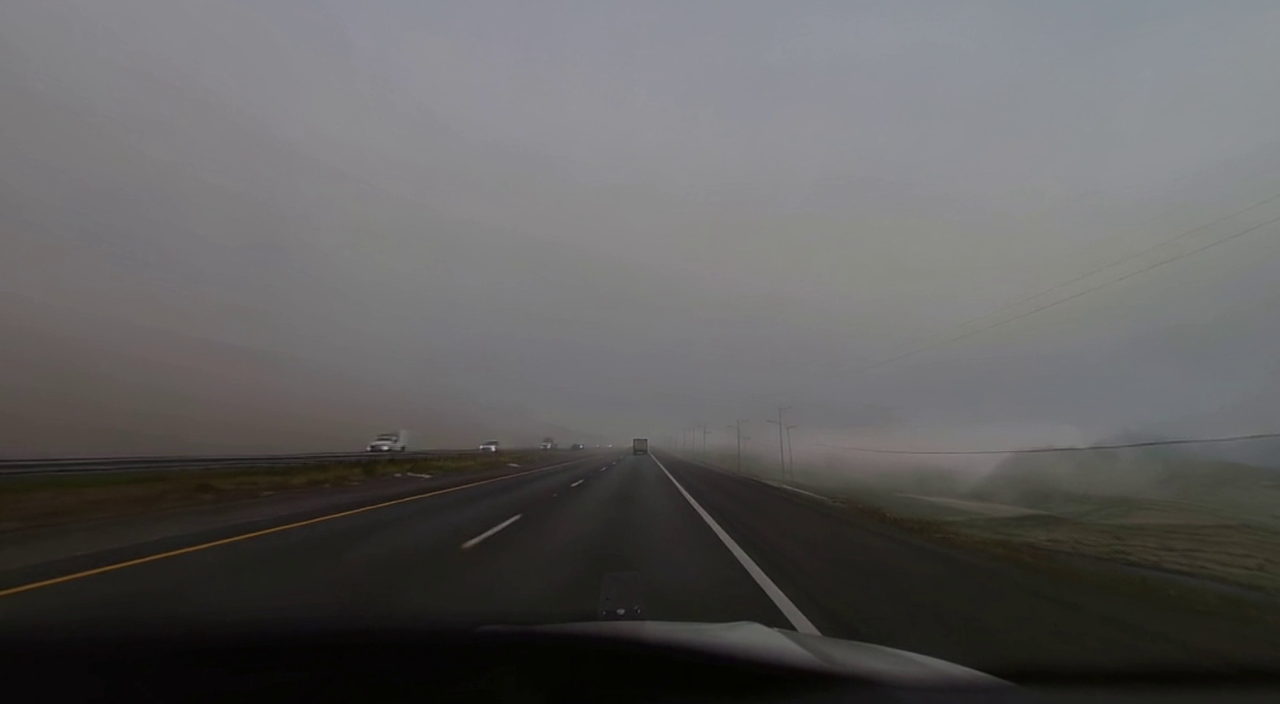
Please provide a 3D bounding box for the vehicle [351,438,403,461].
[{"bbox_3d":[-20.769,7.738,49.896,1.999,1.691,4.714,0,-8,2],"label":"vehicle"}]
